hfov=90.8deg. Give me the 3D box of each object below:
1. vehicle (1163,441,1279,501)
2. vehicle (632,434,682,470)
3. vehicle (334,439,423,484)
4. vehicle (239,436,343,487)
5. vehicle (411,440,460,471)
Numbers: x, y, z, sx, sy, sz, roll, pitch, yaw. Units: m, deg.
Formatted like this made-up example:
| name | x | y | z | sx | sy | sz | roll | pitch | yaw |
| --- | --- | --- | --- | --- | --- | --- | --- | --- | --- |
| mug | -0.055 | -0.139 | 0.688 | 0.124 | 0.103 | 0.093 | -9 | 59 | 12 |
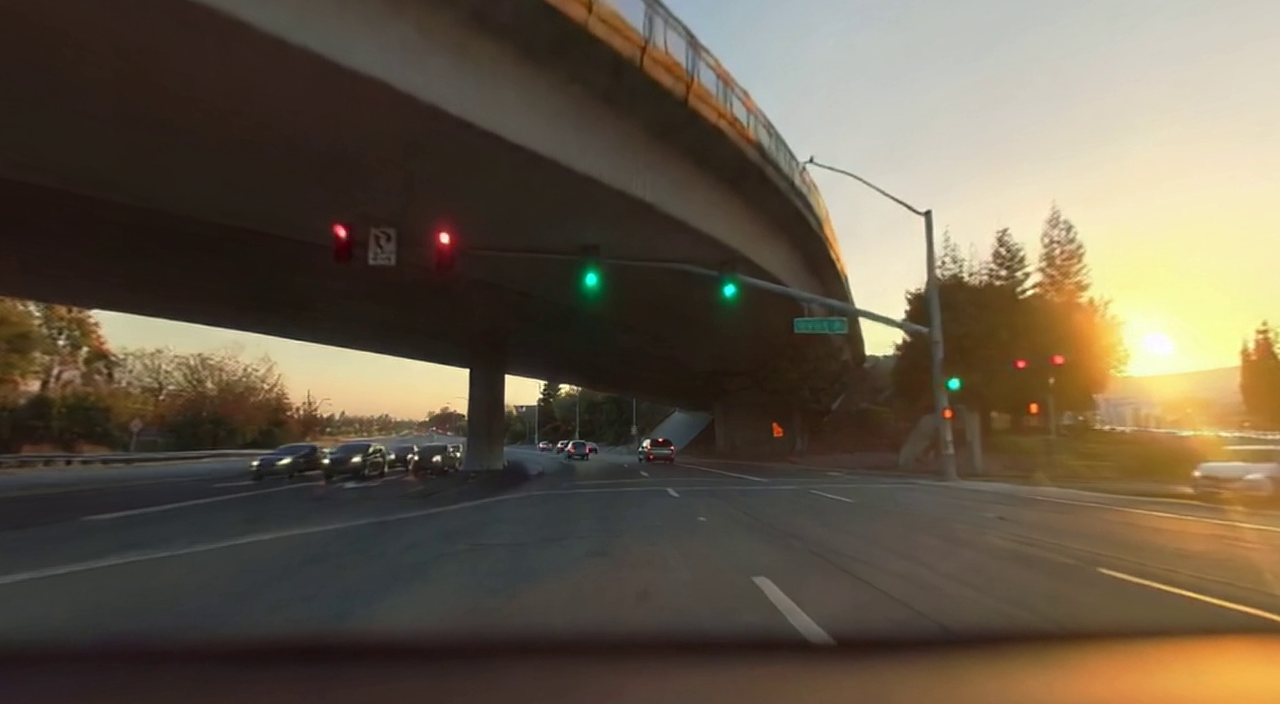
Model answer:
| name | x | y | z | sx | sy | sz | roll | pitch | yaw |
| --- | --- | --- | --- | --- | --- | --- | --- | --- | --- |
| vehicle | 16.857 | 3.128 | 17.021 | 4.490 | 1.430 | 1.996 | 2 | -8 | -17 |
| vehicle | 0.826 | 5.140 | 32.884 | 2.024 | 1.724 | 3.928 | 1 | -8 | -7 |
| vehicle | -10.332 | 4.307 | 25.334 | 1.961 | 1.492 | 4.479 | 0 | -6 | -5 |
| vehicle | -13.245 | 4.111 | 24.341 | 1.989 | 1.619 | 4.612 | 1 | -6 | -9 |
| vehicle | -10.994 | 5.554 | 34.153 | 1.722 | 1.519 | 3.826 | 1 | -8 | -6 |
